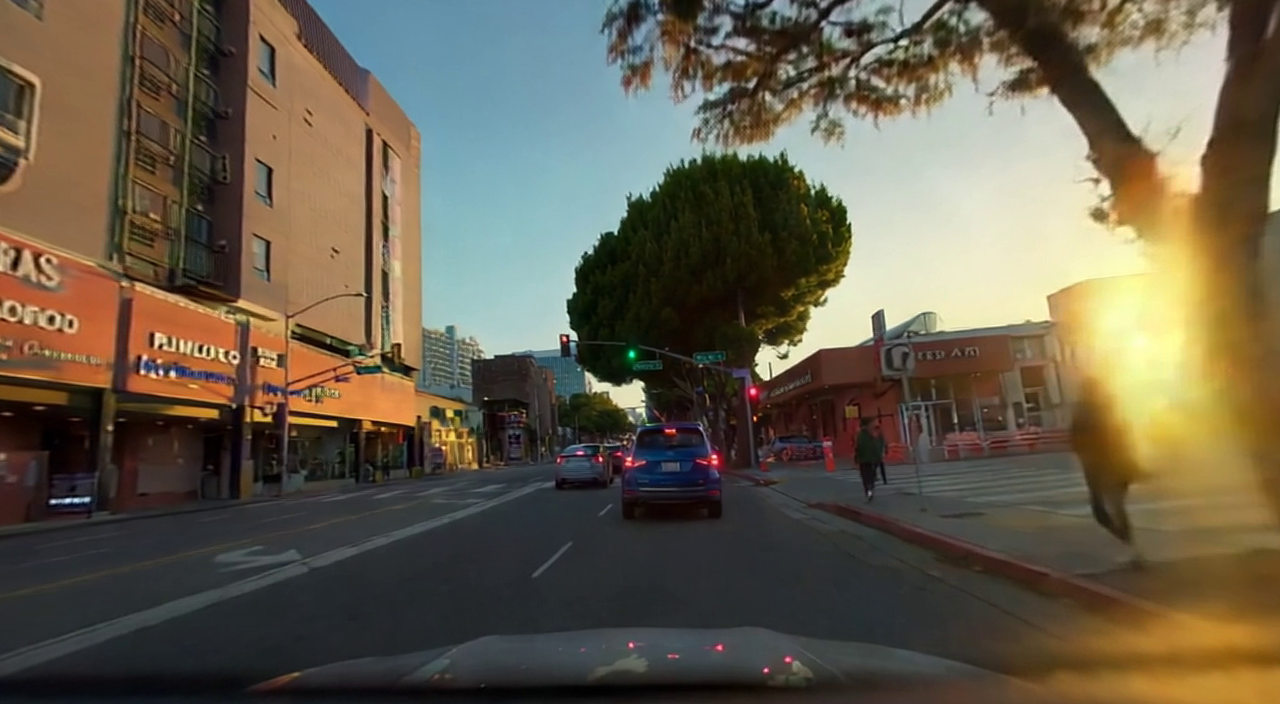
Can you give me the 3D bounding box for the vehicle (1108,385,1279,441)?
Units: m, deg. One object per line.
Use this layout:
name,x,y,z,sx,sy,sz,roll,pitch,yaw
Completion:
vehicle,17.393,1.897,19.308,4.474,1.583,1.970,-1,-8,4

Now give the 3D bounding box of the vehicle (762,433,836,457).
vehicle,10.496,6.143,41.872,4.426,1.490,1.862,-1,-8,2

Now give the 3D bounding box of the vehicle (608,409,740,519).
vehicle,0.681,2.363,13.784,2.352,1.953,4.796,-1,-8,2

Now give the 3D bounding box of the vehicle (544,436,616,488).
vehicle,-2.076,3.960,23.098,2.023,1.702,4.152,-1,-8,3
